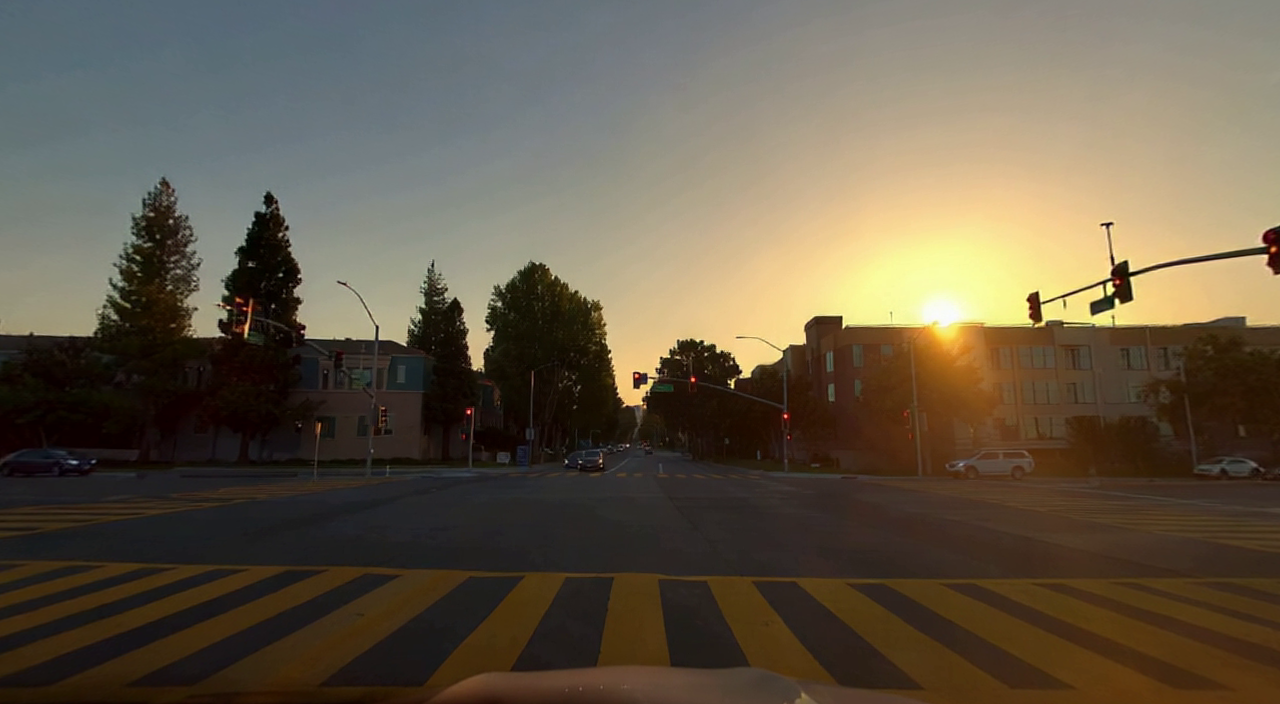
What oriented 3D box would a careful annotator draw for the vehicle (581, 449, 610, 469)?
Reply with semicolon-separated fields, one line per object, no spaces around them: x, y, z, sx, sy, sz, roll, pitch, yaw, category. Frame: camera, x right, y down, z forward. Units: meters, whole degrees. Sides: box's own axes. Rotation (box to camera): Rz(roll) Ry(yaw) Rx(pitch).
-3.417;8.364;49.204;1.908;1.441;4.142;0;-8;1;vehicle

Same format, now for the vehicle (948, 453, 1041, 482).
21.121;6.867;37.580;4.447;1.623;1.801;0;-9;-3;vehicle

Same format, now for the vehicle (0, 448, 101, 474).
-35.110;6.430;37.205;4.741;1.447;1.807;0;-9;0;vehicle

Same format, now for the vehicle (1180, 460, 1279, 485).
36.246;7.310;38.281;4.976;1.428;1.929;0;-9;-2;vehicle
